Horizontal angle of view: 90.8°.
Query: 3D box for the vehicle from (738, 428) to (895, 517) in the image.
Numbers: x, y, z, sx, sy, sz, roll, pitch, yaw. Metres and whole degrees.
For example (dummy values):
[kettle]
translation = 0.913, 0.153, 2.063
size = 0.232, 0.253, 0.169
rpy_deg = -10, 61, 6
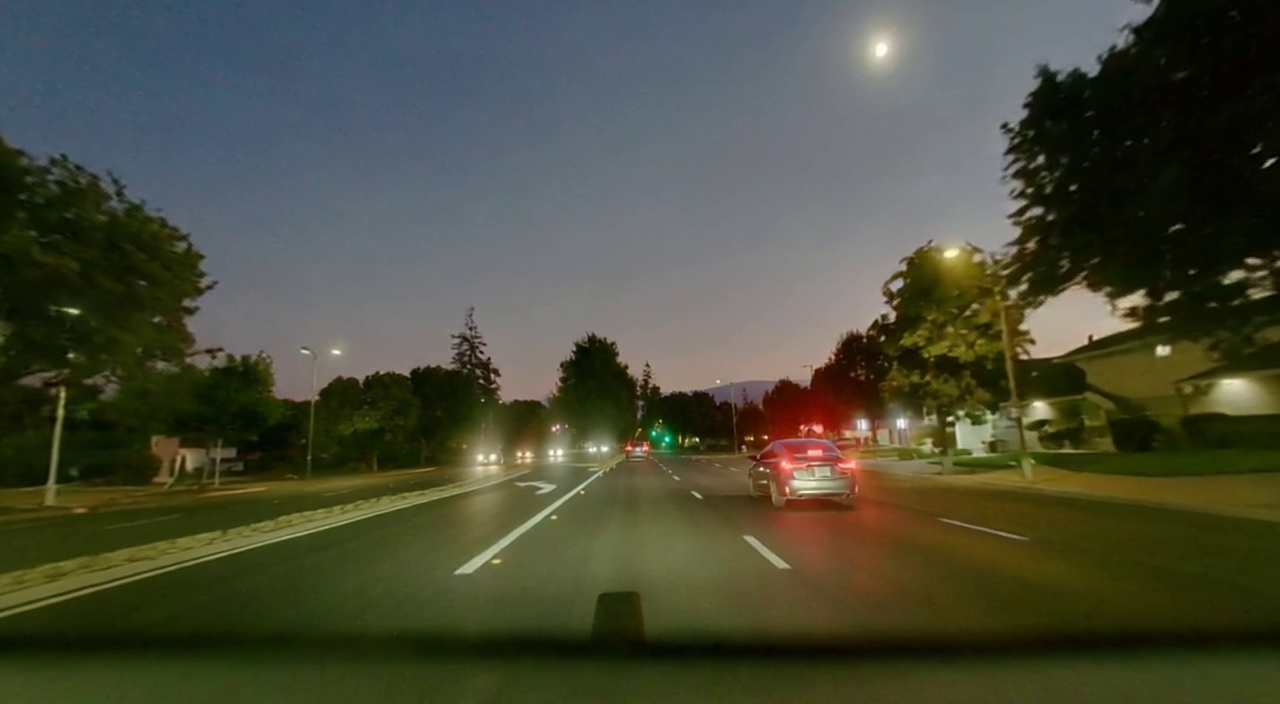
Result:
[vehicle]
translation = 3.607, 2.562, 14.002
size = 1.995, 1.616, 4.729
rpy_deg = 0, -8, -2
